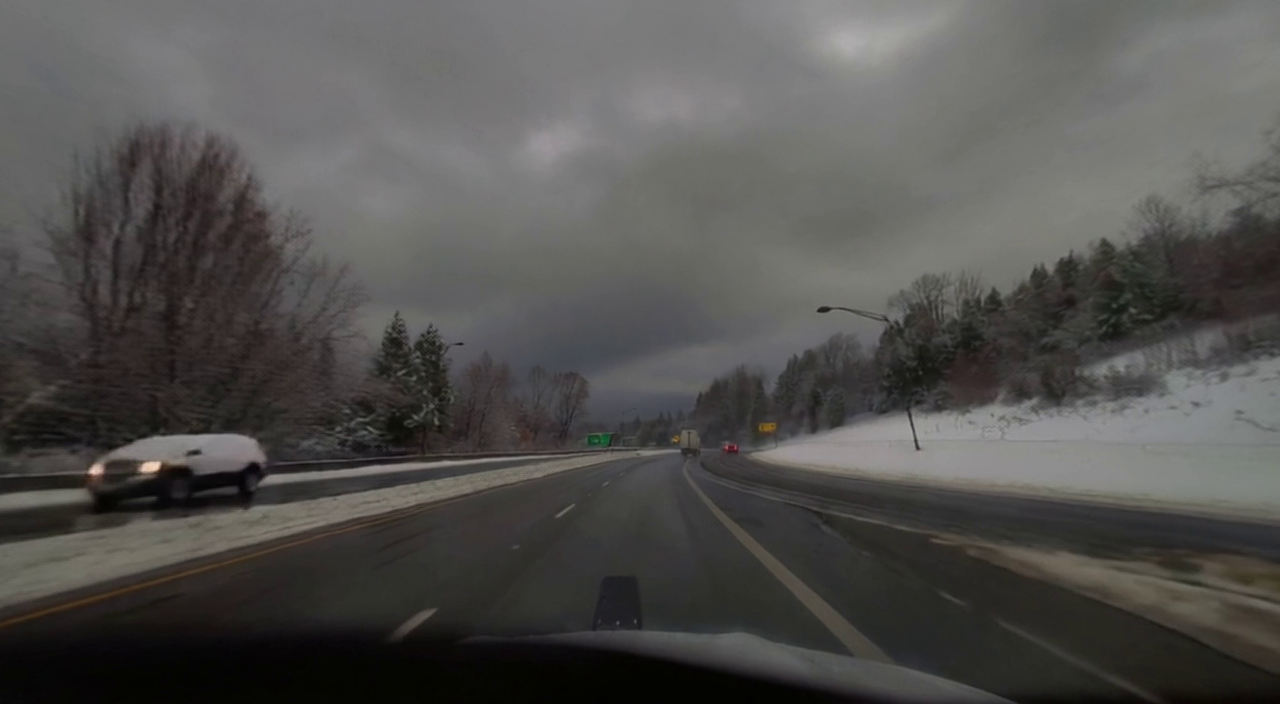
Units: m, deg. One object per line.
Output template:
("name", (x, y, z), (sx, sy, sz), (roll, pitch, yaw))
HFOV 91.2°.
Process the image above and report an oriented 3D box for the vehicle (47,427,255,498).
("vehicle", (-15.187, 3.467, 20.009), (2.089, 1.939, 5.262), (-1, -9, 4))
